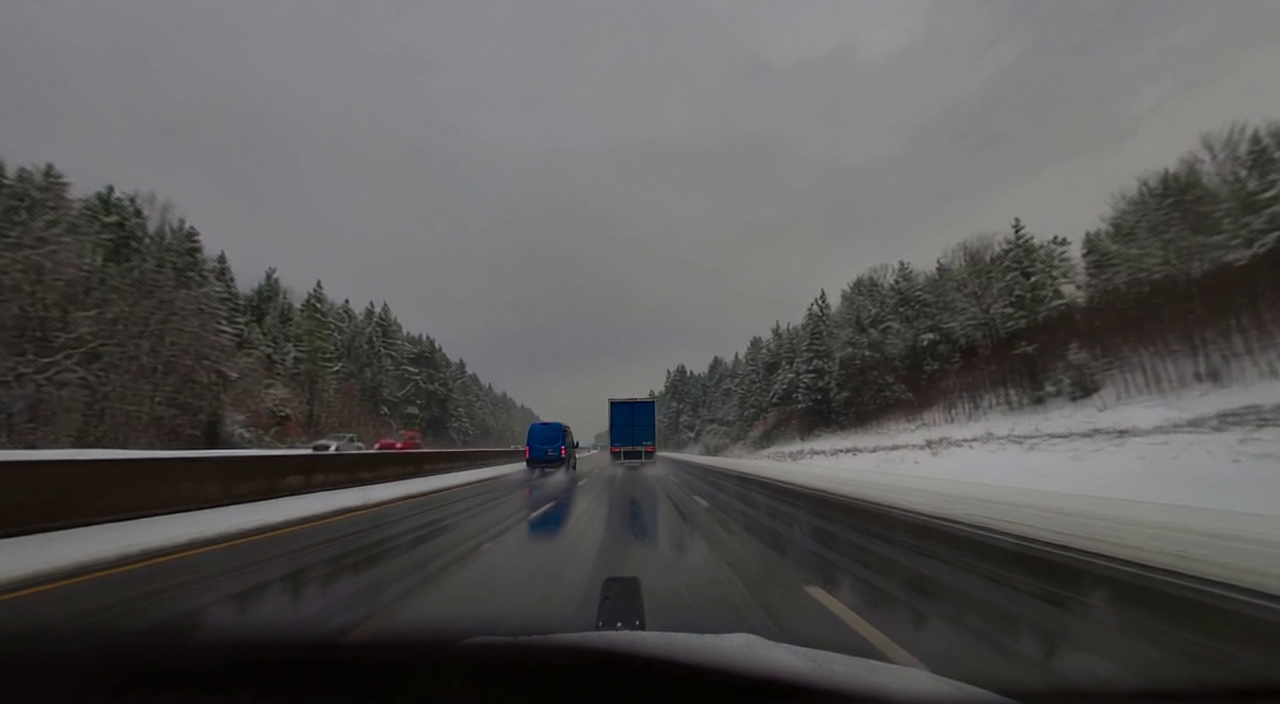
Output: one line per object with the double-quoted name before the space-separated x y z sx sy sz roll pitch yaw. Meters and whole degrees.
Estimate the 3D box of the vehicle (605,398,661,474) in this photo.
"vehicle" -0.388 5.288 38.995 2.995 4.036 10.311 0 -9 0

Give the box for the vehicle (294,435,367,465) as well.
"vehicle" -17.551 5.606 36.057 1.939 1.570 4.478 0 -9 0

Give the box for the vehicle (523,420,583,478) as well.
"vehicle" -4.482 5.146 33.516 2.357 2.786 6.144 0 -9 -1

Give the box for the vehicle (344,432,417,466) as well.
"vehicle" -13.482 5.094 33.105 2.028 1.658 4.256 0 -9 -1
